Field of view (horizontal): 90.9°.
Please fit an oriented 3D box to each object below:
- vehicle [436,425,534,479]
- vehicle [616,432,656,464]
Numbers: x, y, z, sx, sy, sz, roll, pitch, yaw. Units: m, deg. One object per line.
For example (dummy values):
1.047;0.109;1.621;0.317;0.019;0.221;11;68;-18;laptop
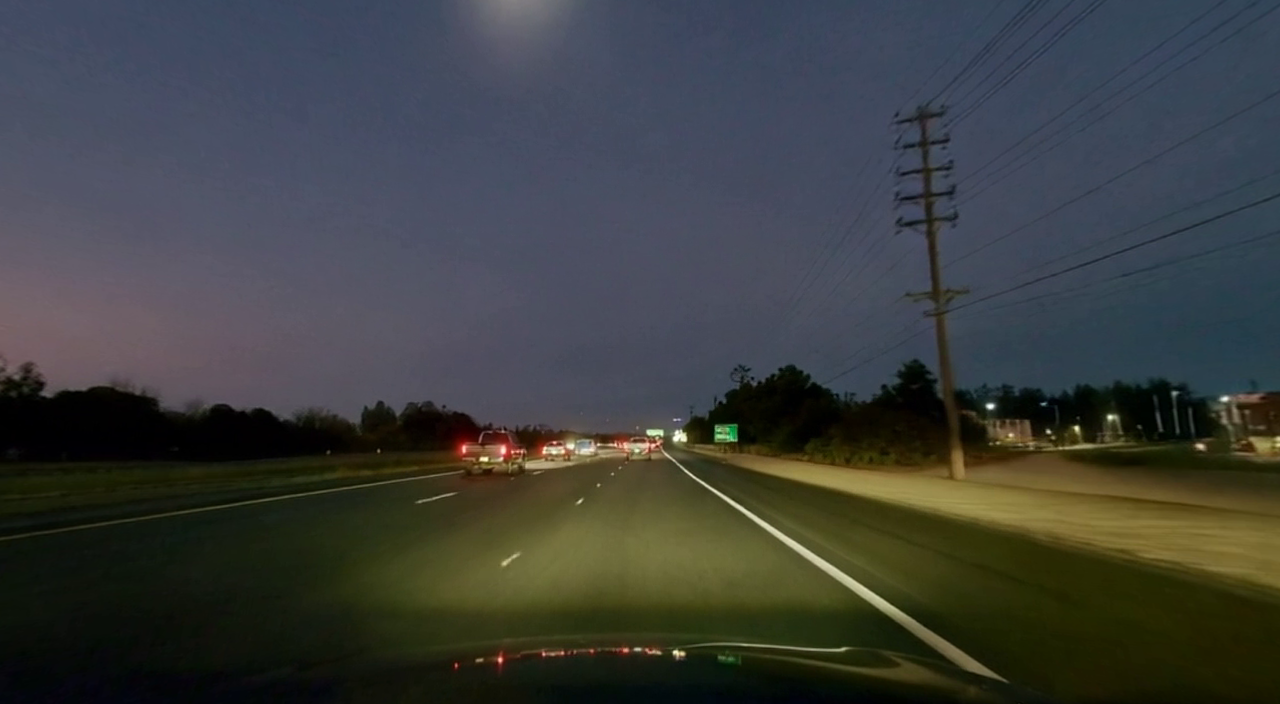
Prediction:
-6.293;4.186;26.645;2.460;1.992;6.474;0;-8;1;vehicle
-0.206;6.471;42.700;2.448;2.025;5.193;-1;-8;2;vehicle
